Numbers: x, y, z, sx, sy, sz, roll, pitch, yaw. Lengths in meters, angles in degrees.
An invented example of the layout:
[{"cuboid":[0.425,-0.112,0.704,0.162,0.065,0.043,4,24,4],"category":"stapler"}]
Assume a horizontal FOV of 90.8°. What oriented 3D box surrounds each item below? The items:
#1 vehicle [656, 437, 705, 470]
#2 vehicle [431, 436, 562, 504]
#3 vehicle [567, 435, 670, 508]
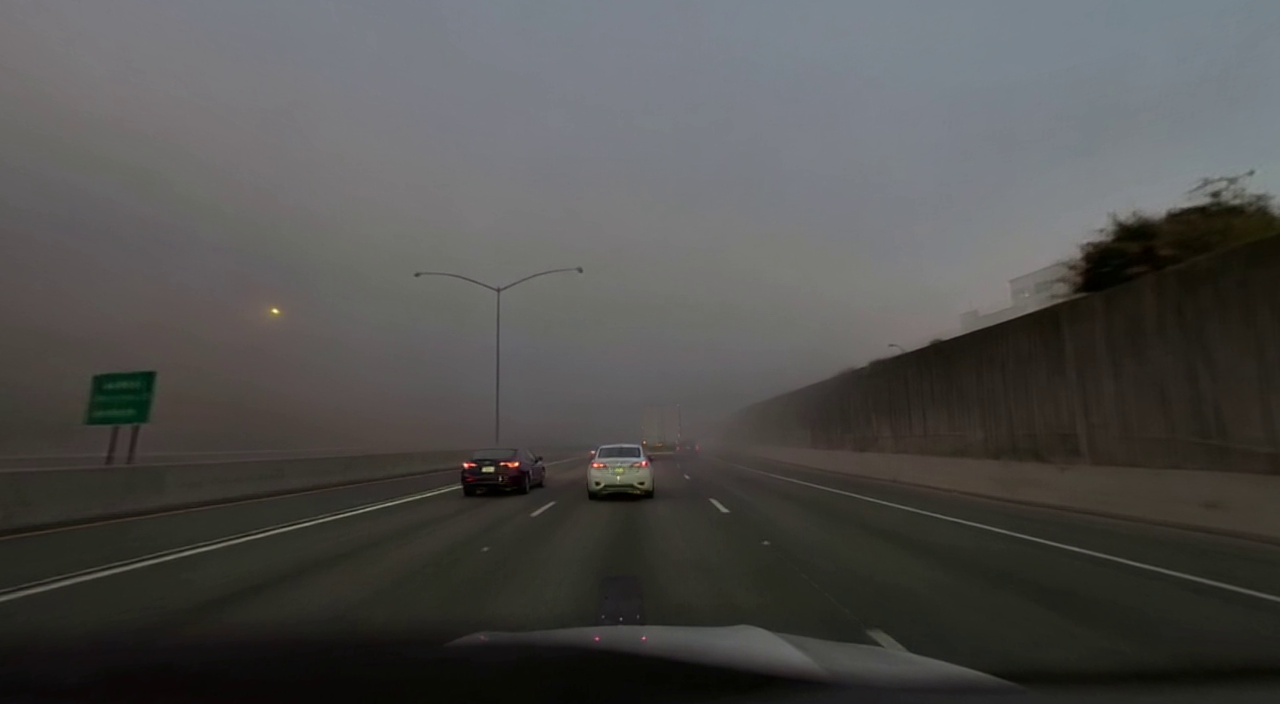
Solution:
[{"cuboid":[2.130,5.547,34.676,2.166,1.666,4.618,0,-9,-3],"category":"vehicle"},{"cuboid":[-3.500,3.008,16.563,2.130,1.474,5.027,-1,-9,2],"category":"vehicle"},{"cuboid":[-0.401,2.777,15.086,2.136,1.470,3.971,-1,-9,1],"category":"vehicle"}]
